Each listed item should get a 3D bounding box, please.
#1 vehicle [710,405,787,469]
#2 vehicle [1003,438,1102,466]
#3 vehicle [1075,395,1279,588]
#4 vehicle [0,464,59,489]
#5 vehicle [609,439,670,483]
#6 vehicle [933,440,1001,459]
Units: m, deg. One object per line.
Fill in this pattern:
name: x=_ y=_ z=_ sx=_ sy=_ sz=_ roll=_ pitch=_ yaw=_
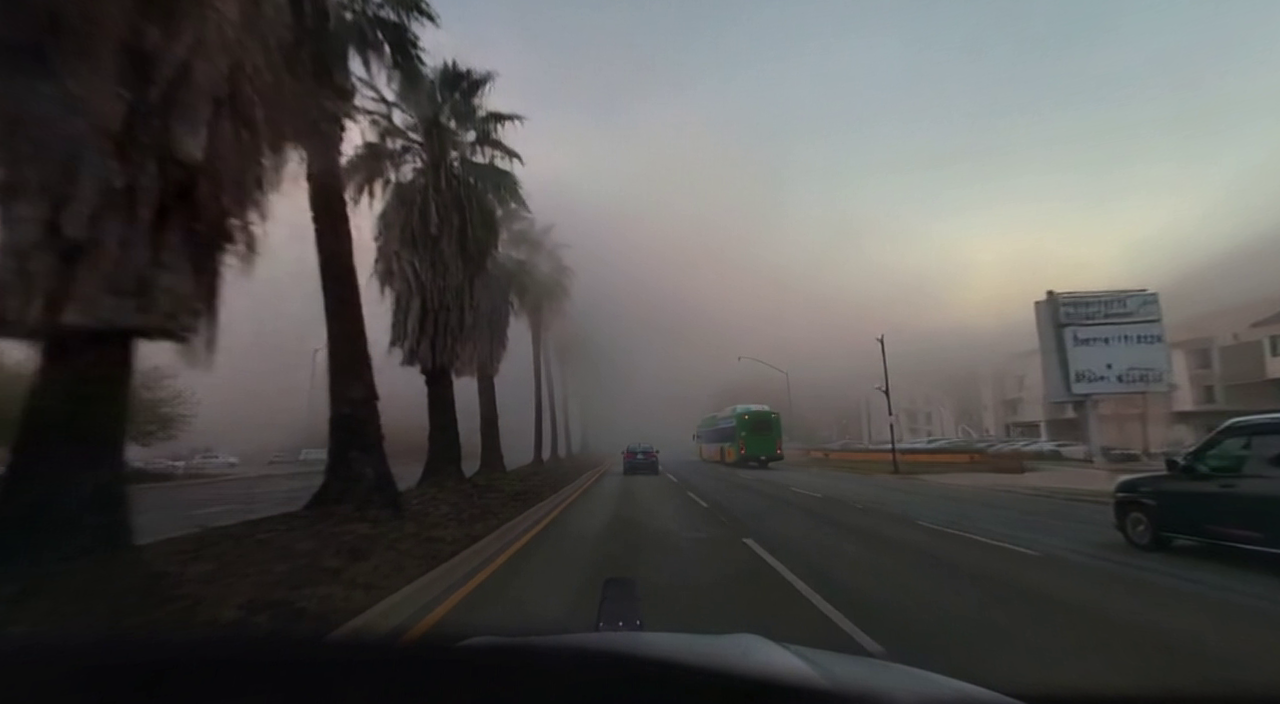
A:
vehicle: x=6.255 y=5.225 z=38.186 sx=2.795 sy=3.383 sz=9.287 roll=0 pitch=-9 yaw=-1
vehicle: x=23.023 y=5.619 z=35.386 sx=4.229 sy=1.428 sz=1.883 roll=1 pitch=-9 yaw=0
vehicle: x=6.611 y=1.288 z=5.949 sx=2.031 sy=1.670 sz=4.154 roll=0 pitch=-9 yaw=0
vehicle: x=-44.524 y=8.830 z=44.894 sx=1.821 sy=1.562 sz=4.375 roll=-2 pitch=-9 yaw=12
vehicle: x=-0.065 y=4.052 z=23.789 sx=2.065 sy=1.477 sz=4.306 roll=0 pitch=-9 yaw=-1
vehicle: x=25.748 y=7.667 z=49.793 sx=4.319 sy=1.444 sz=1.888 roll=0 pitch=-9 yaw=-2
